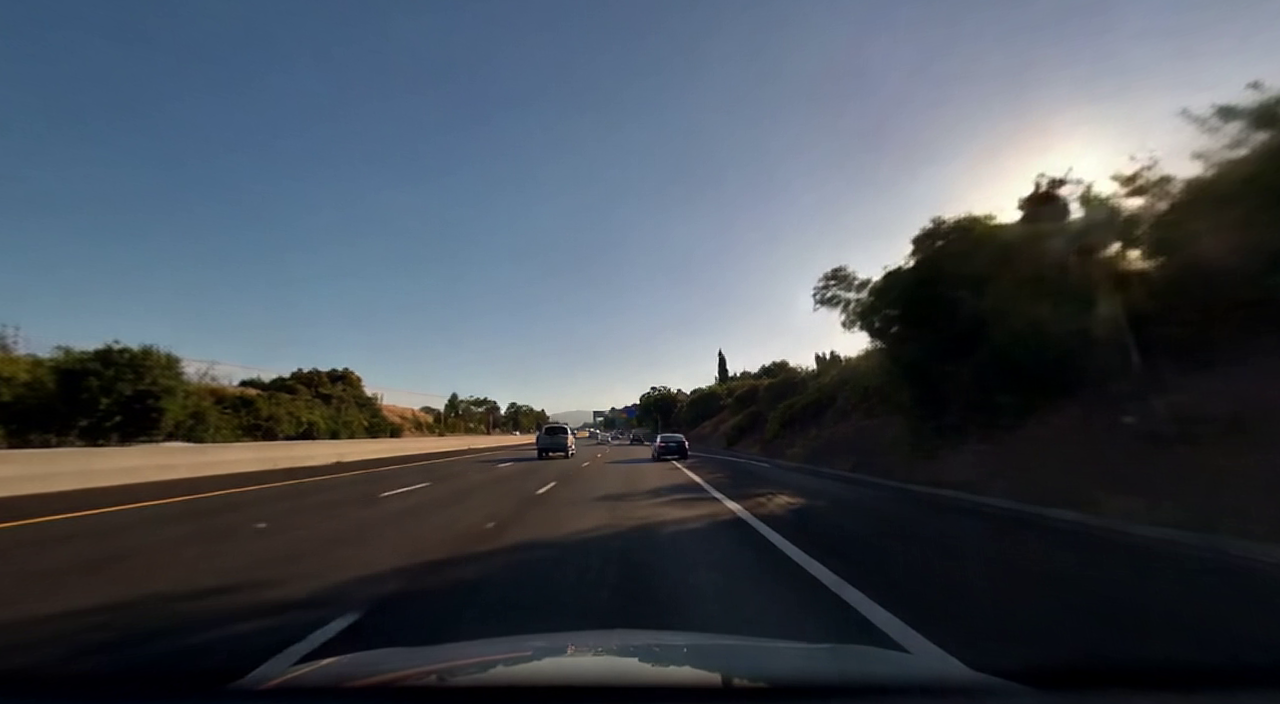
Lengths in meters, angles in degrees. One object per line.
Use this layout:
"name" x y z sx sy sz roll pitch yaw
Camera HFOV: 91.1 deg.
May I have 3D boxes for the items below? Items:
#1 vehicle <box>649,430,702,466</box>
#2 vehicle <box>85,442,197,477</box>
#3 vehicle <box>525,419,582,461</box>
"vehicle" 1.502 4.250 28.113 1.948 1.470 3.913 0 -8 -3
"vehicle" -23.272 4.987 29.542 1.821 1.499 4.176 0 -8 0
"vehicle" -4.280 4.464 31.889 2.251 1.938 4.708 0 -8 0
